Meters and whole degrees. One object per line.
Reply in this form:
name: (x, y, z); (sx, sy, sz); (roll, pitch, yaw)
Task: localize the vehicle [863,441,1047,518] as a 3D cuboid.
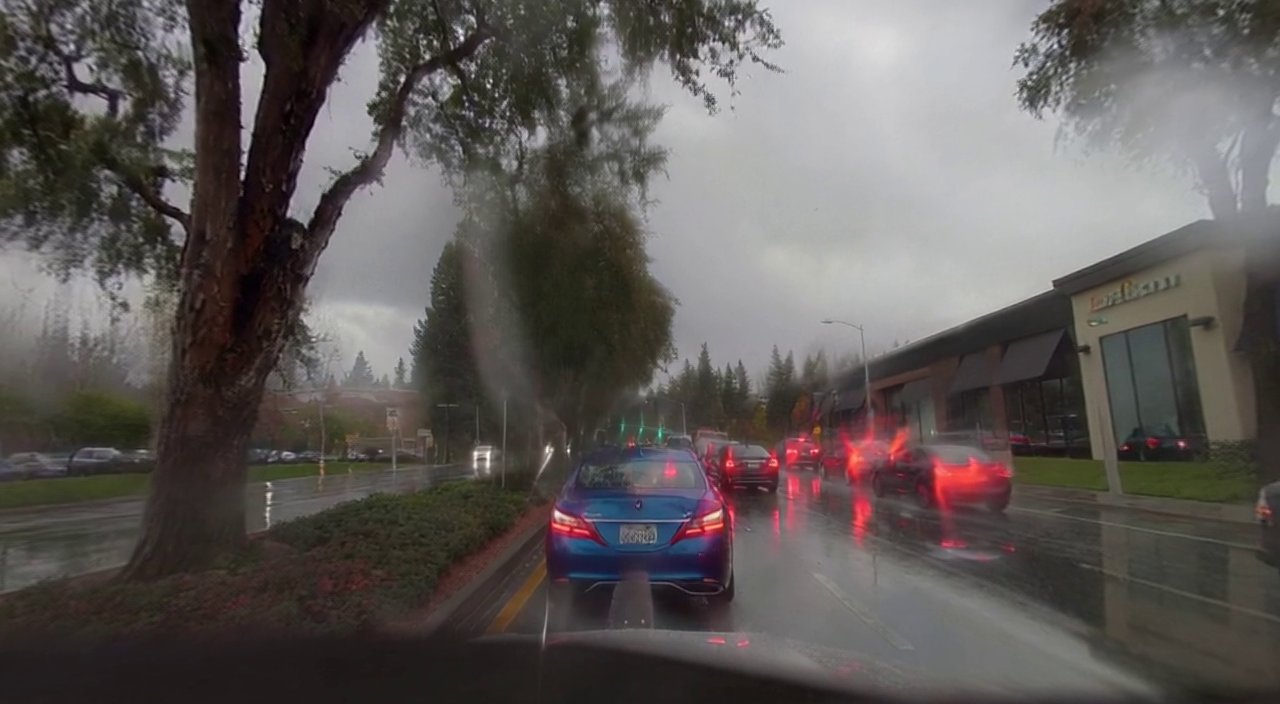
vehicle: (6.875, 2.786, 14.432); (1.911, 1.468, 4.417); (0, -8, 0)

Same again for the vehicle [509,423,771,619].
vehicle: (-0.024, 1.600, 7.014); (1.977, 1.465, 4.376); (0, -8, -1)

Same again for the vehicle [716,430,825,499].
vehicle: (3.607, 3.200, 18.424); (2.114, 1.736, 4.553); (0, -8, -1)
